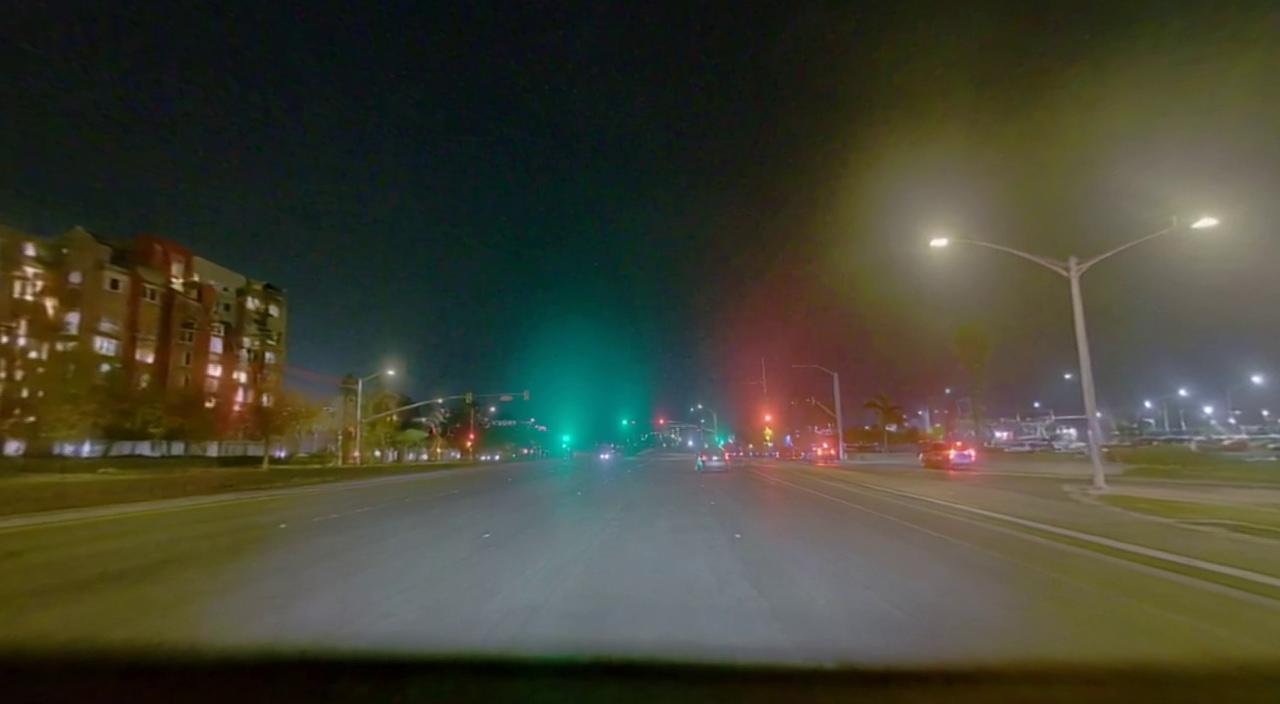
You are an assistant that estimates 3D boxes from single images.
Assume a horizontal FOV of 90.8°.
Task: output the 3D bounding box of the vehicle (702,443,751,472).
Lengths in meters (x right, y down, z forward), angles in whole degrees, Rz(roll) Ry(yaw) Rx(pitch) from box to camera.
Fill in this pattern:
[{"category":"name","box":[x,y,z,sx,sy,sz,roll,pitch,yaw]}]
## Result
[{"category":"vehicle","box":[4.621,5.683,34.299,2.133,1.481,4.276,0,-8,1]}]
